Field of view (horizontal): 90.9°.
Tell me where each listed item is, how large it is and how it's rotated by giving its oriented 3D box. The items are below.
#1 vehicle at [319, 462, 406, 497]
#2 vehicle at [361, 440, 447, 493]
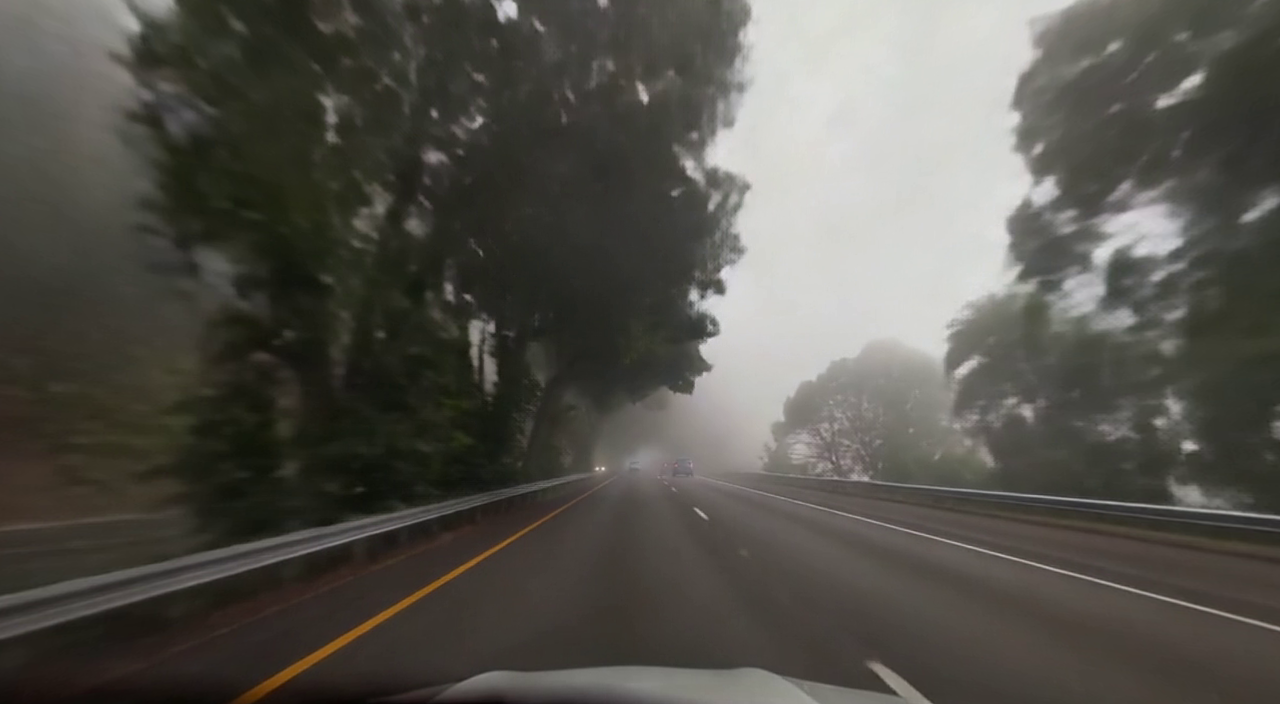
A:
[{"bbox_3d":[-13.132,6.051,30.127,2.134,1.488,4.249,1,-10,1],"label":"vehicle"},{"bbox_3d":[-13.252,6.523,35.931,2.526,2.716,5.691,0,-10,1],"label":"vehicle"}]
